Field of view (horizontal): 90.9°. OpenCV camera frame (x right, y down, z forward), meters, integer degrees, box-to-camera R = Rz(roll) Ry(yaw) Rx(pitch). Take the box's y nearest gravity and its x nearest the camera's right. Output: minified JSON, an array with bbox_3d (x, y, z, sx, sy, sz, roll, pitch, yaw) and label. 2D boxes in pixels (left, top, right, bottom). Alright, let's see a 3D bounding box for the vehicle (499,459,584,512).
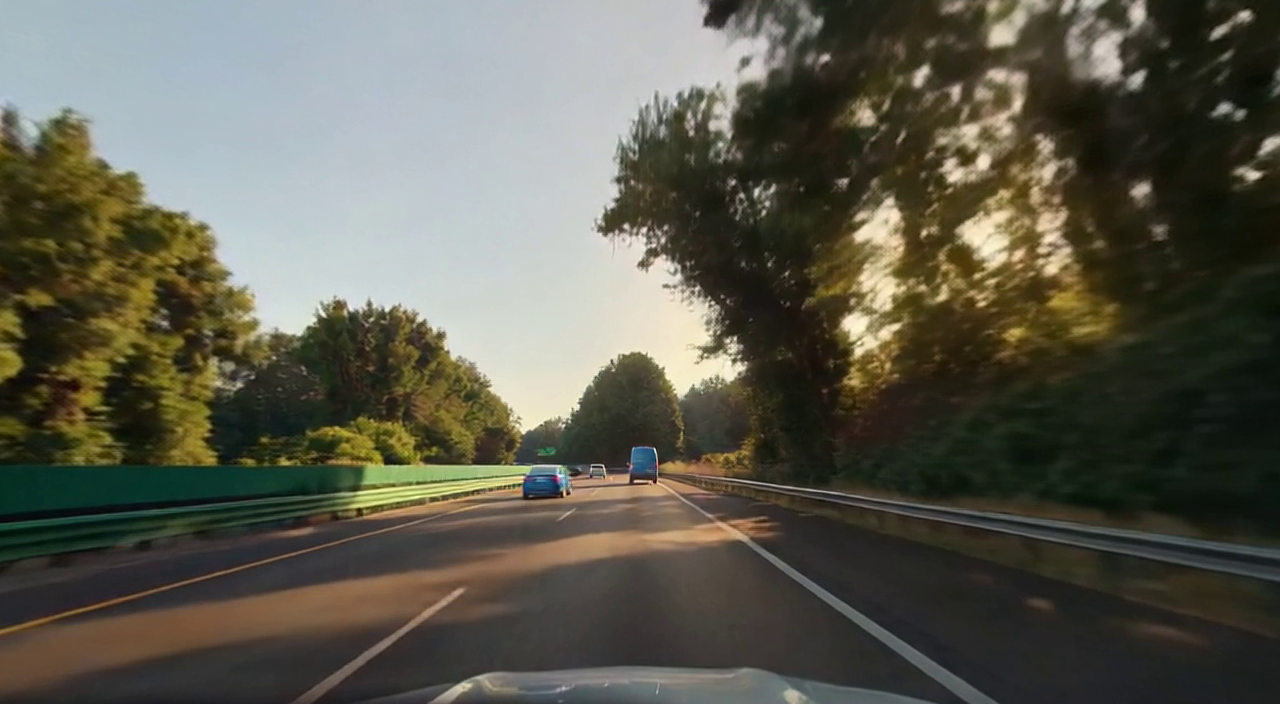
[{"bbox_3d":[-3.074,4.332,20.672,2.038,1.490,4.391,1,-11,0],"label":"vehicle"}]
